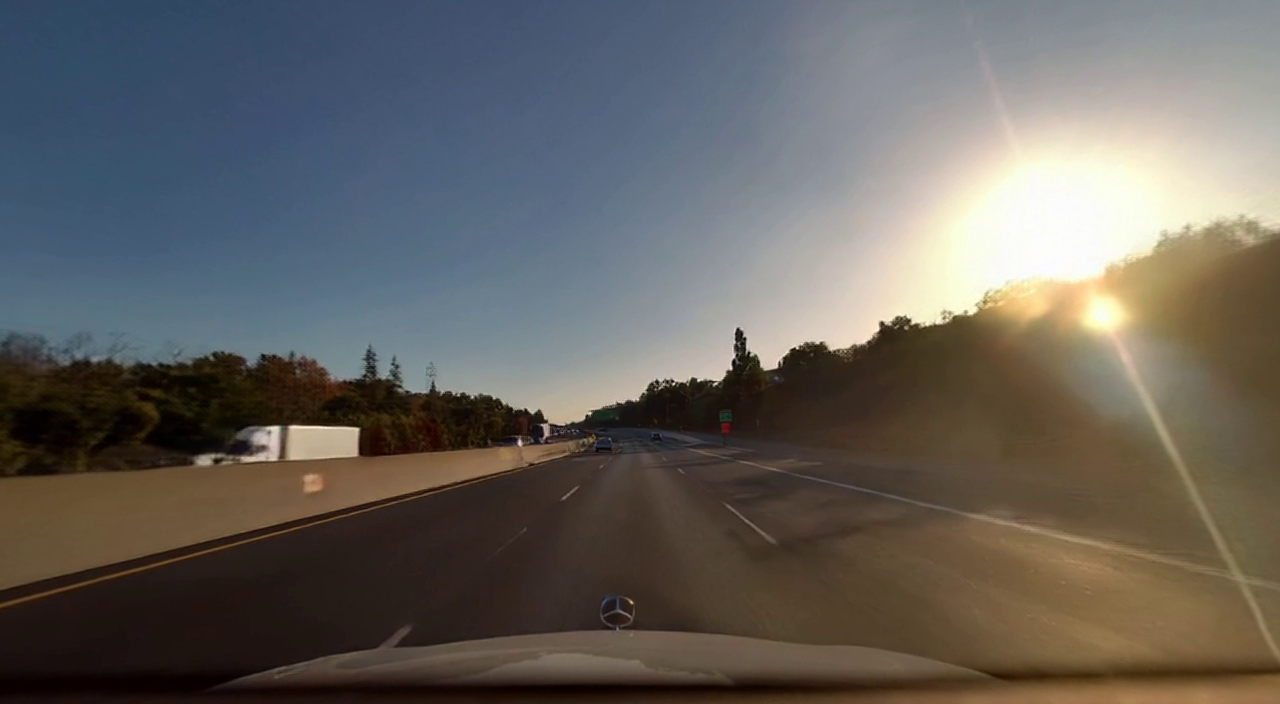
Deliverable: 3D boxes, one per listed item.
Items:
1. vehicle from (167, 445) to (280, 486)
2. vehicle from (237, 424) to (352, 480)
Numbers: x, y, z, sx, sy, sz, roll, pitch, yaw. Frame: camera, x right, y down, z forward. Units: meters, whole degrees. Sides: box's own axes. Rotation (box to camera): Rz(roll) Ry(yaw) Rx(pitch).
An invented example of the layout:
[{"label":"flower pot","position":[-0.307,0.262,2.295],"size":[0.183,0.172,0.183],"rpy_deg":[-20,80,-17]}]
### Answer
[{"label":"vehicle","position":[-20.004,5.418,30.548],"size":[2.098,1.777,4.982],"rpy_deg":[-1,-8,0]},{"label":"vehicle","position":[-20.275,5.890,37.553],"size":[2.645,2.971,7.289],"rpy_deg":[-1,-8,0]}]
